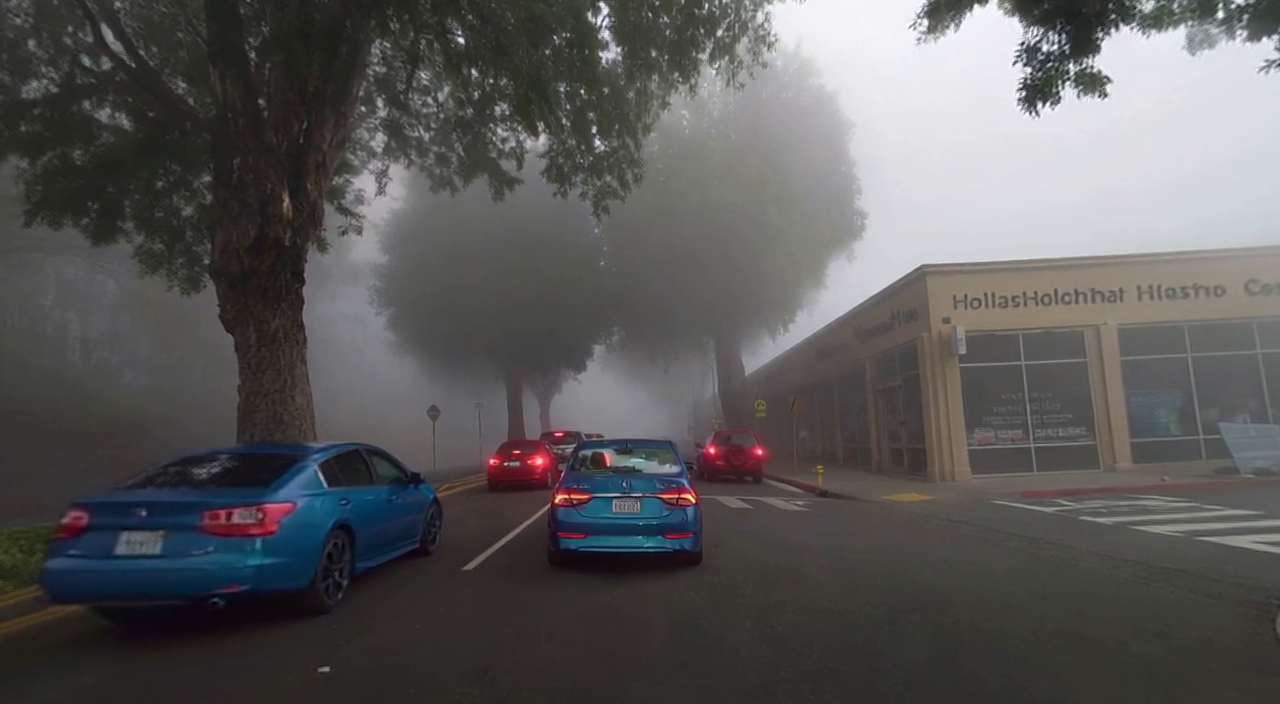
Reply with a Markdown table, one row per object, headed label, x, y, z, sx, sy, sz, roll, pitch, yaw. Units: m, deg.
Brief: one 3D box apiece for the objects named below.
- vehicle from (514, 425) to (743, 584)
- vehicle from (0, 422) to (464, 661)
| label | x | y | z | sx | sy | sz | roll | pitch | yaw |
| --- | --- | --- | --- | --- | --- | --- | --- | --- | --- |
| vehicle | -0.119 | 1.747 | 8.040 | 2.160 | 1.482 | 4.037 | 0 | -9 | 0 |
| vehicle | -3.405 | 1.505 | 6.172 | 2.029 | 1.456 | 4.414 | 0 | -9 | 1 |
